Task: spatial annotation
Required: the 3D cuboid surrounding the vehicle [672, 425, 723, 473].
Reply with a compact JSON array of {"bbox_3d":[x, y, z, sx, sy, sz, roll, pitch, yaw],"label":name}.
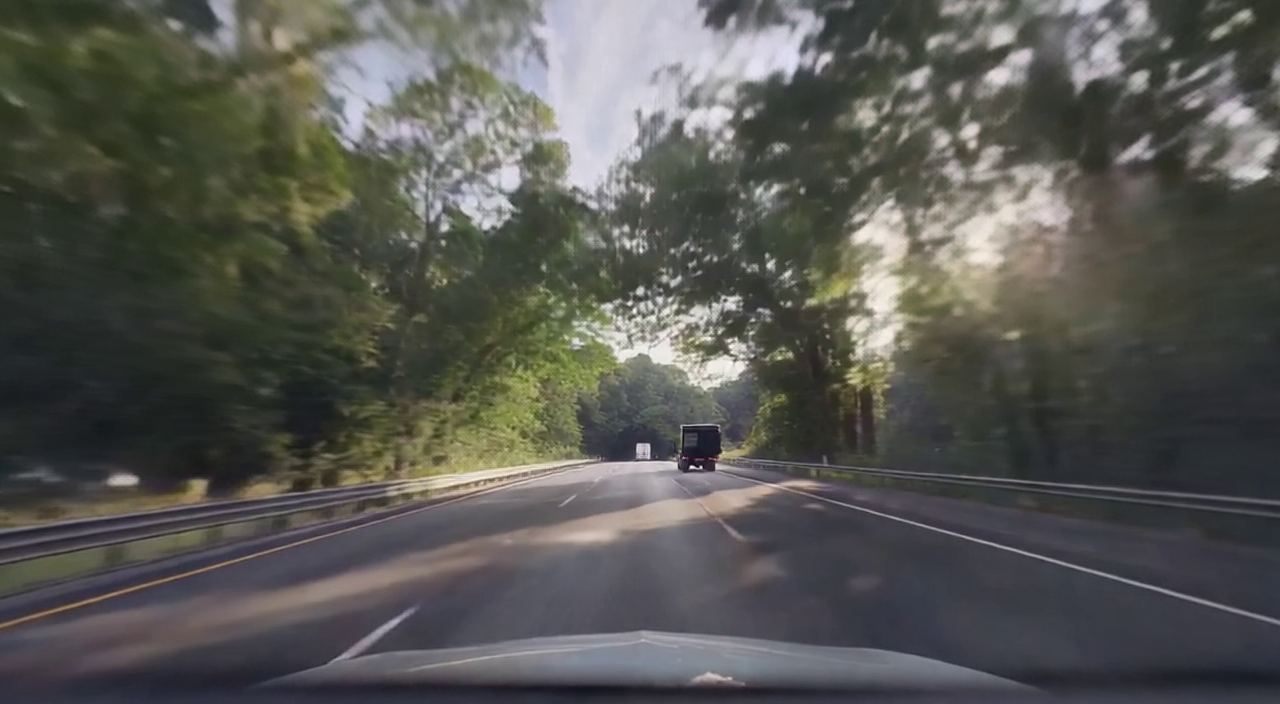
[{"bbox_3d":[3.581,6.225,40.352,2.572,2.795,5.978,0,-9,-1],"label":"vehicle"}]
